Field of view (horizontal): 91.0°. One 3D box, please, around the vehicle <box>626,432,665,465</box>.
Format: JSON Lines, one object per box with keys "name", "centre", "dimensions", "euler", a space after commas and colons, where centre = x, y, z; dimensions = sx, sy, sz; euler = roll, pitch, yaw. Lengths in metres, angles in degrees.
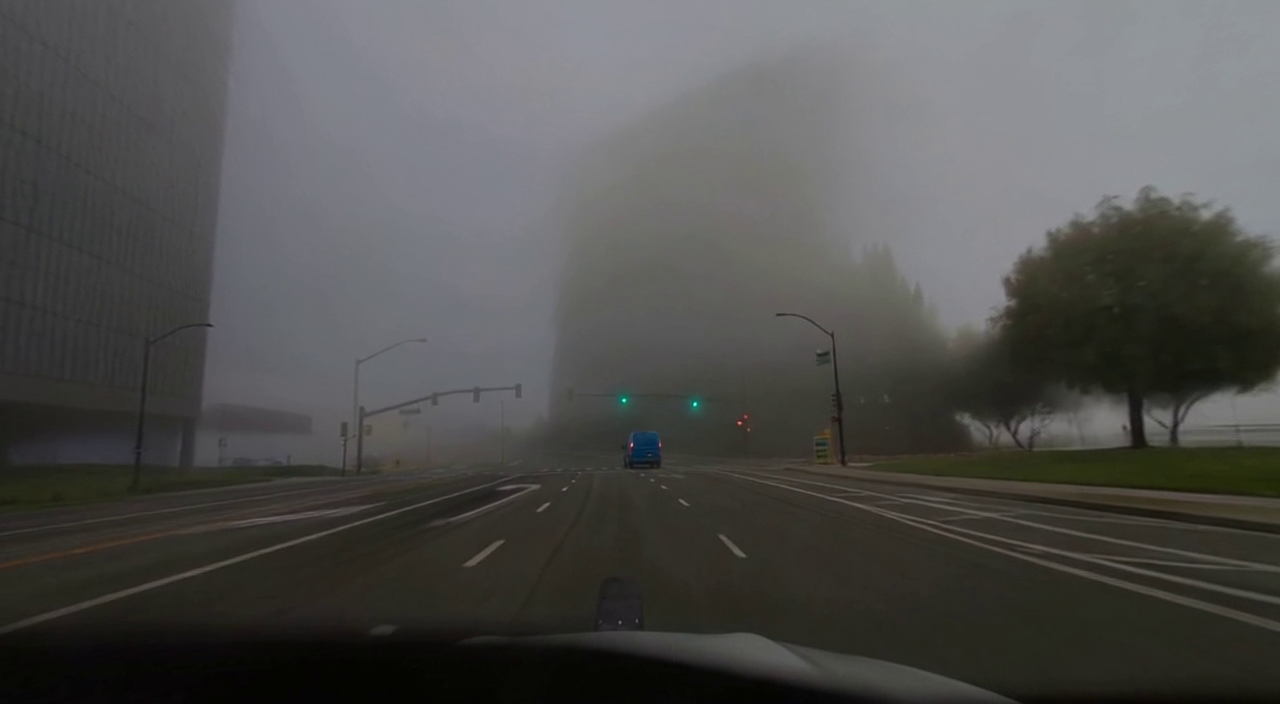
{"name": "vehicle", "centre": [0.342, 7.002, 45.948], "dimensions": [2.339, 2.244, 4.817], "euler": [0, -8, -6]}
